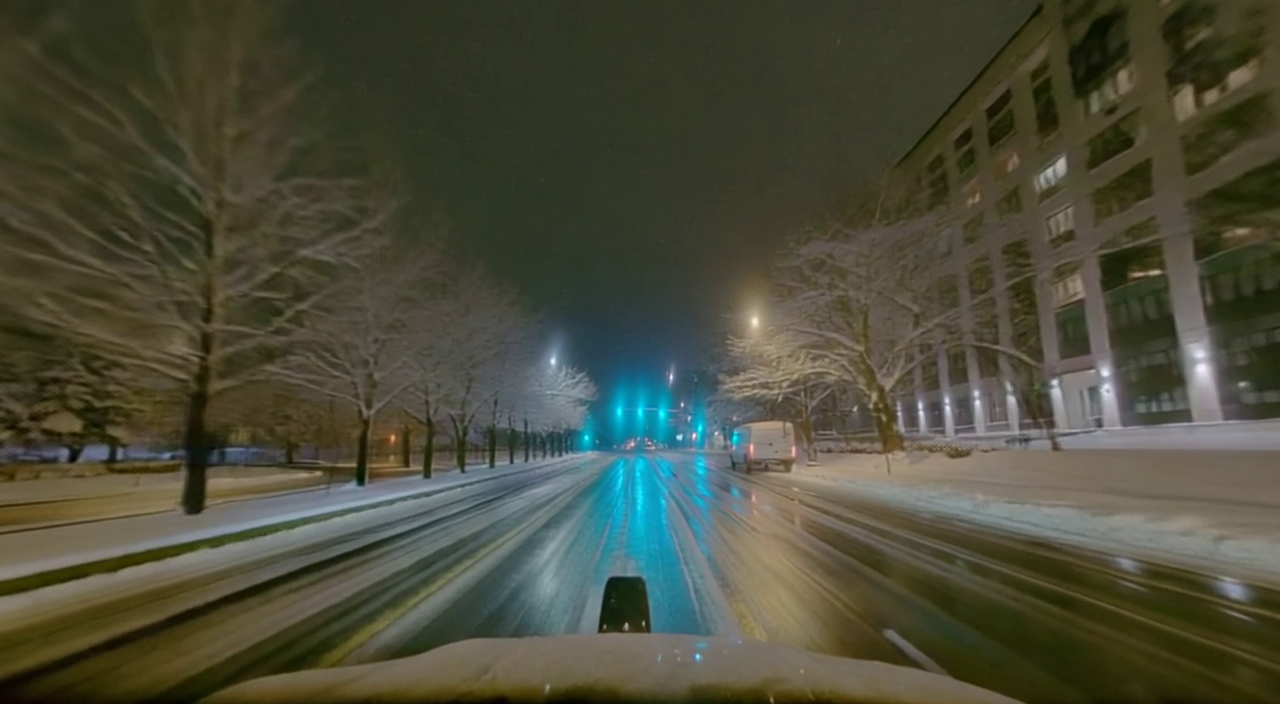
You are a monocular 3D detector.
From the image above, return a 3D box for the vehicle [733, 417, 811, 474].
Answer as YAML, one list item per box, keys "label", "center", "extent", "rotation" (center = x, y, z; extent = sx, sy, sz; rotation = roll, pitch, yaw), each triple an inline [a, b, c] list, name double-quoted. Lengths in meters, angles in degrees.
- label: "vehicle"
  center: [6.568, 4.796, 32.406]
  extent: [2.762, 2.607, 6.182]
  rotation: [0, -8, 1]
